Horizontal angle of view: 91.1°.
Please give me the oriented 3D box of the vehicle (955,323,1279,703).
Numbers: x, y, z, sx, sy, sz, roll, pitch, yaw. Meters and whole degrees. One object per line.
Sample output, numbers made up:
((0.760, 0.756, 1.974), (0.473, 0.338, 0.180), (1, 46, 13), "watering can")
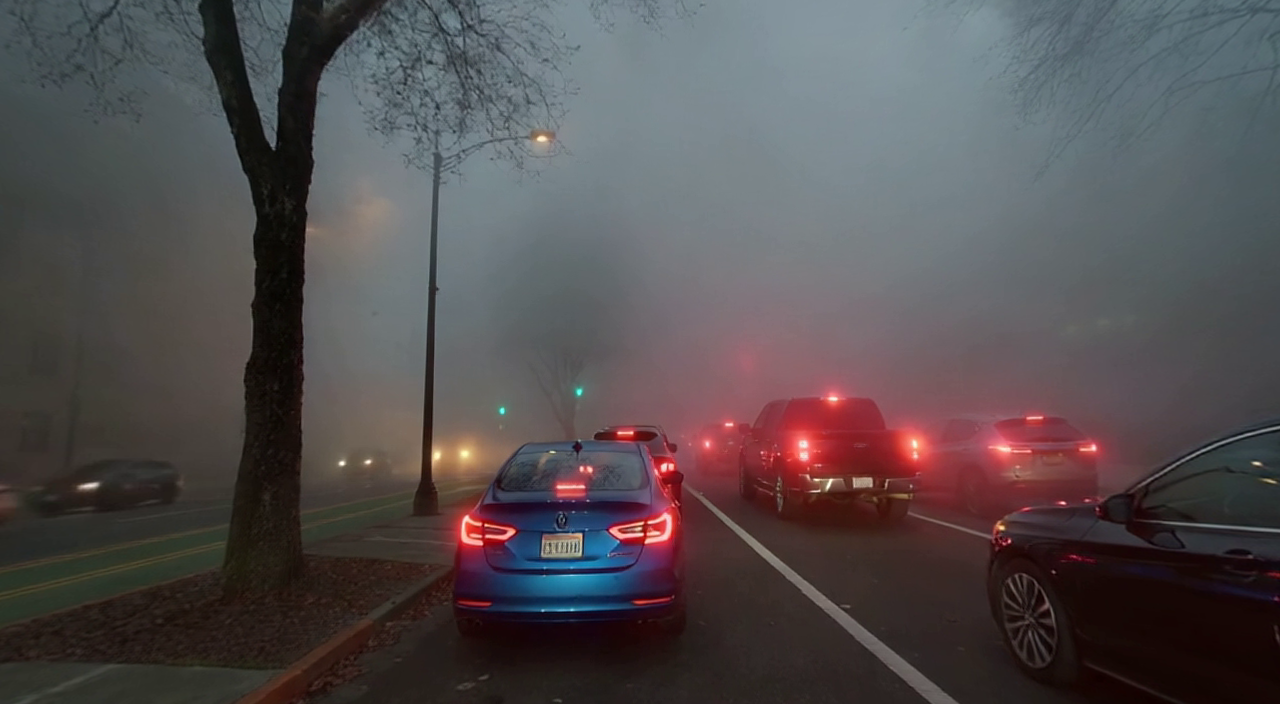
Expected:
((3.165, 0.756, 2.064), (1.982, 1.709, 4.427), (0, -9, 1), "vehicle")

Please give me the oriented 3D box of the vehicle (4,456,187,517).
((-15.831, 3.892, 18.599), (1.792, 1.527, 4.002), (0, -9, 0), "vehicle")

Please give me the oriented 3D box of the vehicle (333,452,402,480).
((-16.152, 6.750, 37.428), (1.921, 1.499, 4.566), (0, -9, 2), "vehicle")

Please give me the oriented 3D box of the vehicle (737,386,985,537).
((3.524, 1.952, 11.688), (2.444, 2.098, 5.766), (0, -9, -1), "vehicle")

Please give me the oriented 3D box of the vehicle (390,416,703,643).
((-0.577, 1.495, 6.314), (2.111, 1.506, 4.018), (0, -9, 2), "vehicle")
